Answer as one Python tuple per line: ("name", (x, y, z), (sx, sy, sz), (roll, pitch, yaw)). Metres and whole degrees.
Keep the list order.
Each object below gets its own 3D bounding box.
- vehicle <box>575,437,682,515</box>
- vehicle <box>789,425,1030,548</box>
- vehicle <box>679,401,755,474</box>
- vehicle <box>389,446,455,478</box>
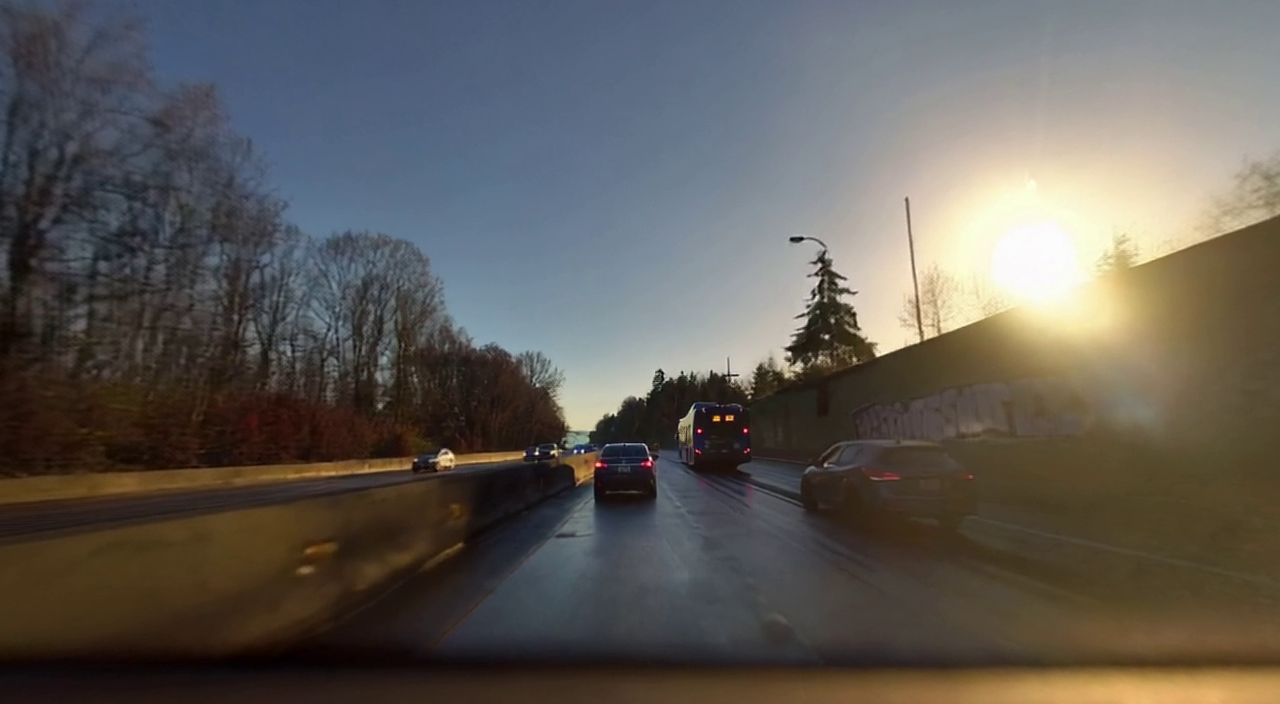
("vehicle", (-0.240, 2.846, 14.814), (2.160, 1.532, 4.073), (-1, -9, 0))
("vehicle", (3.859, 2.002, 9.883), (1.995, 1.507, 3.915), (0, -9, -1))
("vehicle", (4.107, 5.102, 36.504), (3.055, 3.479, 12.521), (-1, -9, 1))
("vehicle", (-12.556, 6.360, 36.419), (2.090, 1.680, 4.456), (-1, -9, 2))
